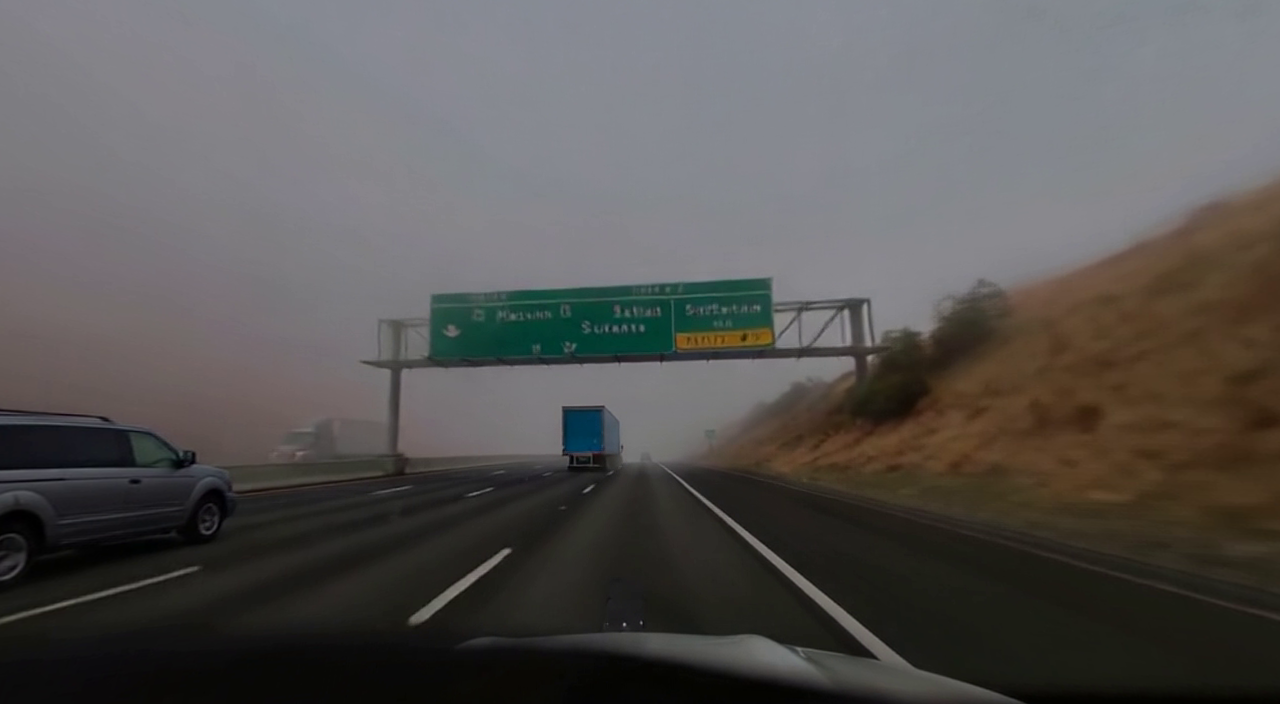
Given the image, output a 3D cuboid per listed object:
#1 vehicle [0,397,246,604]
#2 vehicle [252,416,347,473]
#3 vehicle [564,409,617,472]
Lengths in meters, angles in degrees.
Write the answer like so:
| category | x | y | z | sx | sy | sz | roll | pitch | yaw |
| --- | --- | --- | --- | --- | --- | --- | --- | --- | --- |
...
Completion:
| category | x | y | z | sx | sy | sz | roll | pitch | yaw |
| --- | --- | --- | --- | --- | --- | --- | --- | --- | --- |
| vehicle | -6.904 | 1.477 | 6.592 | 2.175 | 1.860 | 5.236 | 0 | -8 | 0 |
| vehicle | -23.773 | 6.516 | 44.471 | 2.976 | 3.672 | 6.277 | -1 | -8 | 1 |
| vehicle | -3.514 | 6.896 | 48.860 | 2.893 | 4.073 | 15.281 | 0 | -8 | 0 |
